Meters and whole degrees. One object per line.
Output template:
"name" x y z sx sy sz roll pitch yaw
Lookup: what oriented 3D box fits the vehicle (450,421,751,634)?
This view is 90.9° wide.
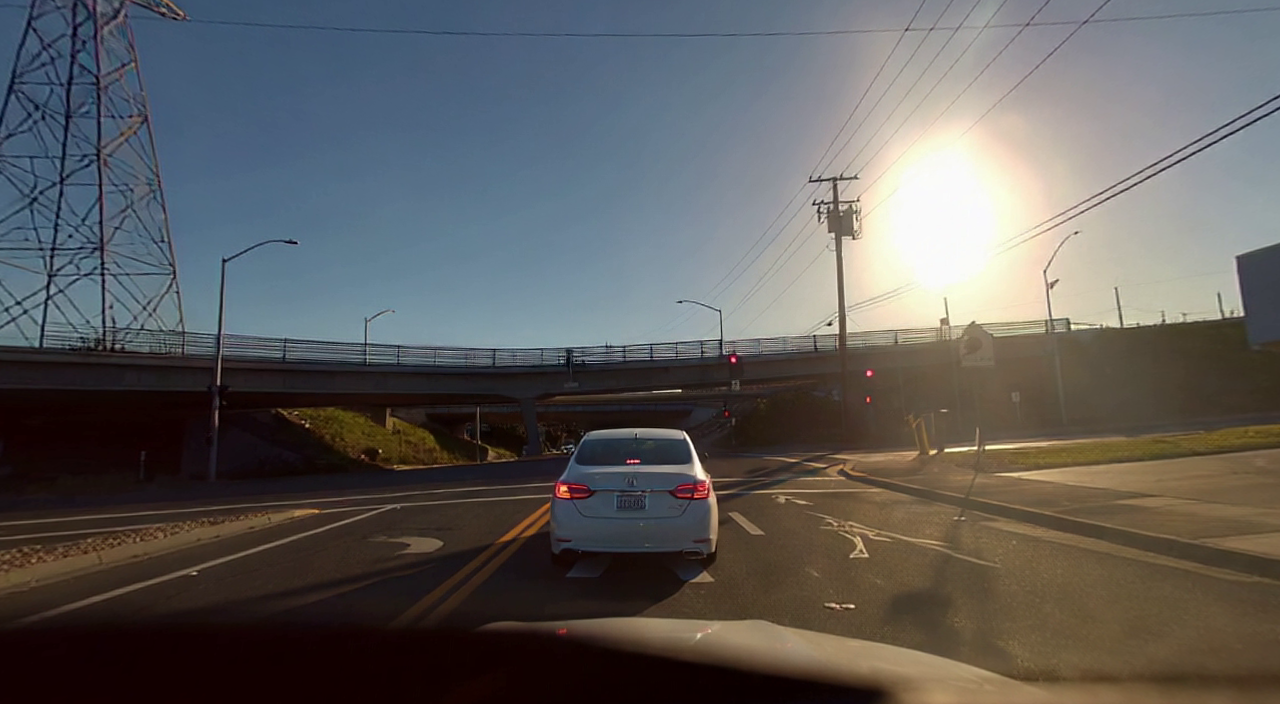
"vehicle" -0.236 1.530 6.463 2.090 1.458 4.033 -1 -9 1
